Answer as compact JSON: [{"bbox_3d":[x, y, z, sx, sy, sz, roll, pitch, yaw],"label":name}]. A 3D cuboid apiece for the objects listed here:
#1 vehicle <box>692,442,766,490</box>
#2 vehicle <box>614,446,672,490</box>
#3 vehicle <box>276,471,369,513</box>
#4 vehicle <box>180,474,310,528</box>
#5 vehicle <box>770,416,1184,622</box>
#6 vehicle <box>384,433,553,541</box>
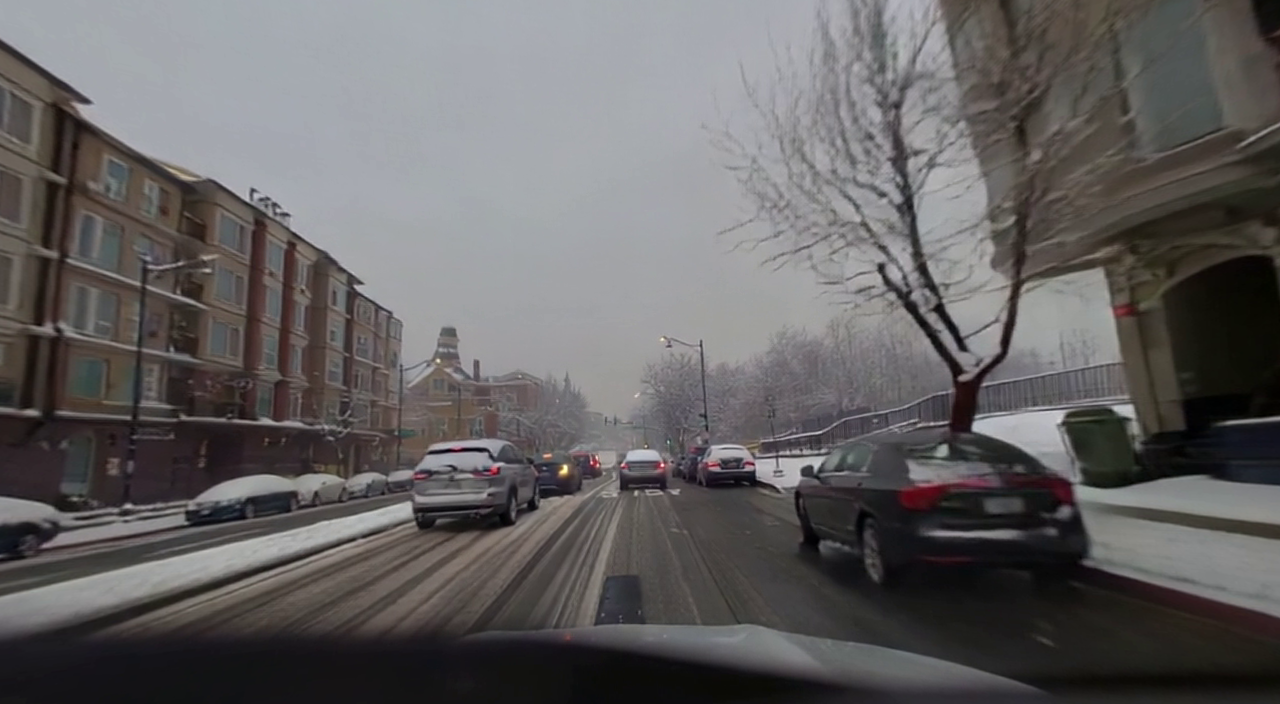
[{"bbox_3d":[2.976,3.922,22.084,1.933,1.501,4.349,0,-8,0],"label":"vehicle"},{"bbox_3d":[0.085,4.306,23.838,2.026,1.496,3.701,0,-8,-1],"label":"vehicle"},{"bbox_3d":[-13.808,6.103,27.810,1.752,1.479,4.575,0,-8,0],"label":"vehicle"},{"bbox_3d":[-13.929,5.255,22.649,1.844,1.499,4.421,0,-8,-1],"label":"vehicle"},{"bbox_3d":[3.035,1.607,7.175,2.077,1.532,4.694,0,-8,0],"label":"vehicle"},{"bbox_3d":[-3.045,2.483,12.335,2.065,1.705,4.353,0,-8,0],"label":"vehicle"}]
